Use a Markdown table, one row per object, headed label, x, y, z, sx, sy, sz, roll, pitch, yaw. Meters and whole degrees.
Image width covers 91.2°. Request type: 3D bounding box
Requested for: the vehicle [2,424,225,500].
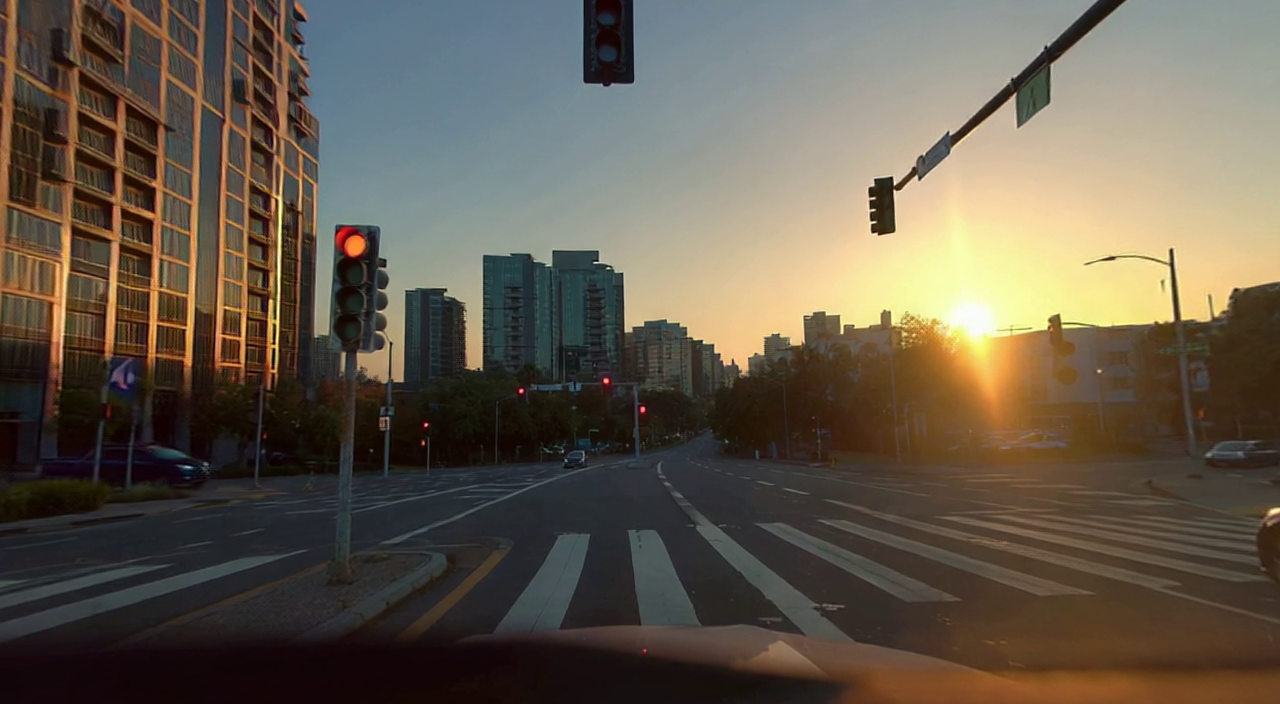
| label | x | y | z | sx | sy | sz | roll | pitch | yaw |
| --- | --- | --- | --- | --- | --- | --- | --- | --- | --- |
| vehicle | -22.960 | 4.821 | 27.688 | 7.088 | 3.096 | 2.678 | 0 | -9 | -3 |
